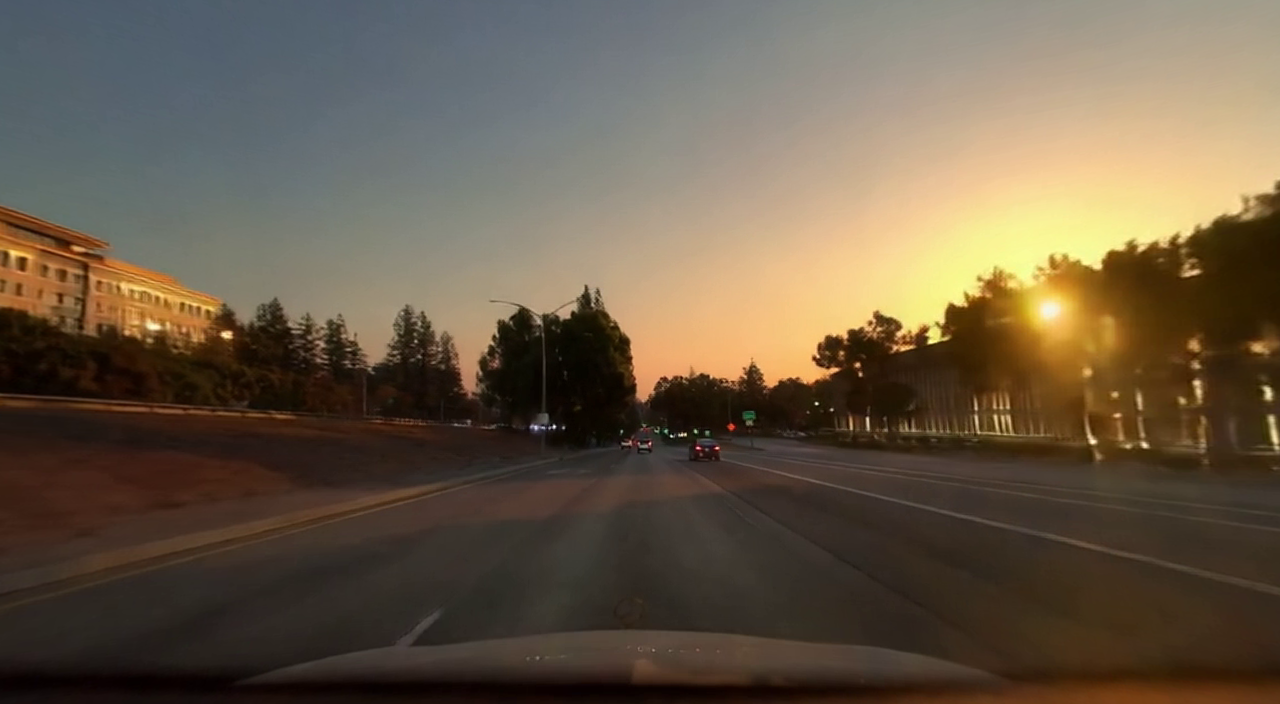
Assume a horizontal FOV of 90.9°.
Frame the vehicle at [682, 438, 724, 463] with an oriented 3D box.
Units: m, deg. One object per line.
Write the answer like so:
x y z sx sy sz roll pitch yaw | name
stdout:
3.838 6.115 39.173 2.069 1.431 4.313 0 -8 -1 | vehicle
